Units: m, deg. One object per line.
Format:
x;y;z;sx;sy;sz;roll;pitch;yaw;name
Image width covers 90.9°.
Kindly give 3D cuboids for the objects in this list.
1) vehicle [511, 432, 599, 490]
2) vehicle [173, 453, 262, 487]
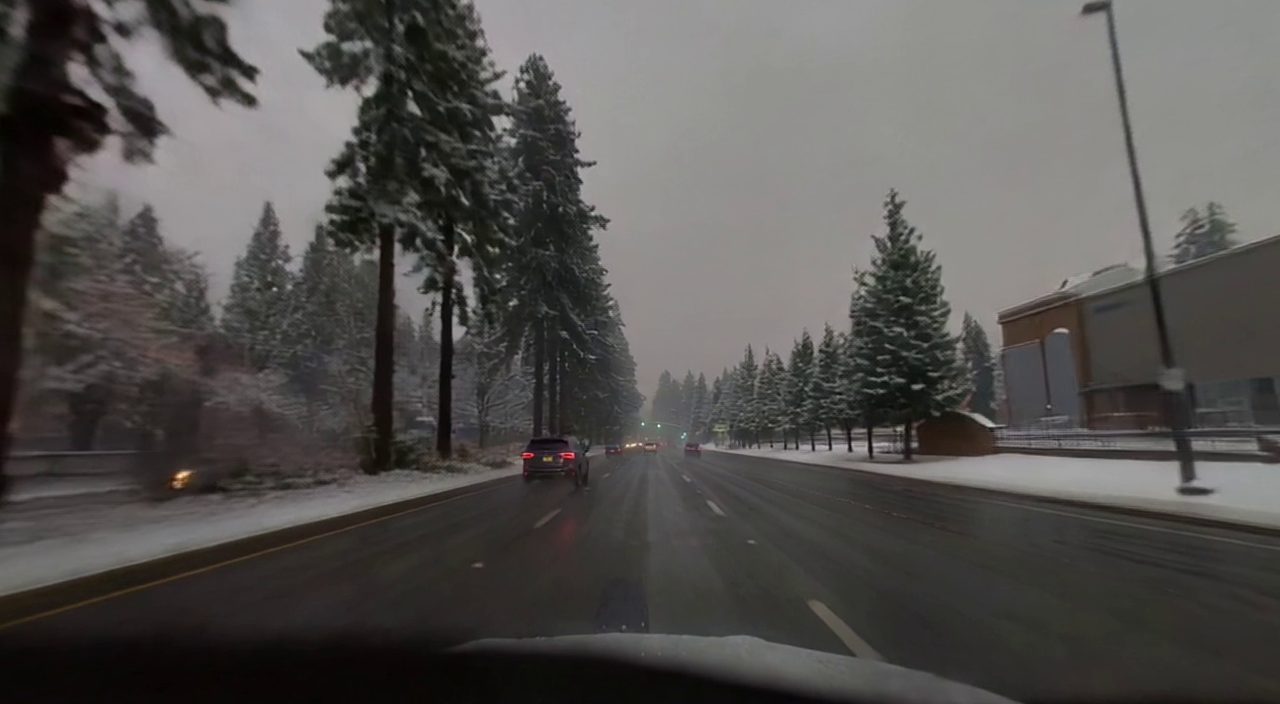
-2.612;3.490;20.597;2.121;1.656;4.559;0;-8;2;vehicle
-23.754;6.621;35.664;1.921;1.751;4.514;0;-8;-1;vehicle
